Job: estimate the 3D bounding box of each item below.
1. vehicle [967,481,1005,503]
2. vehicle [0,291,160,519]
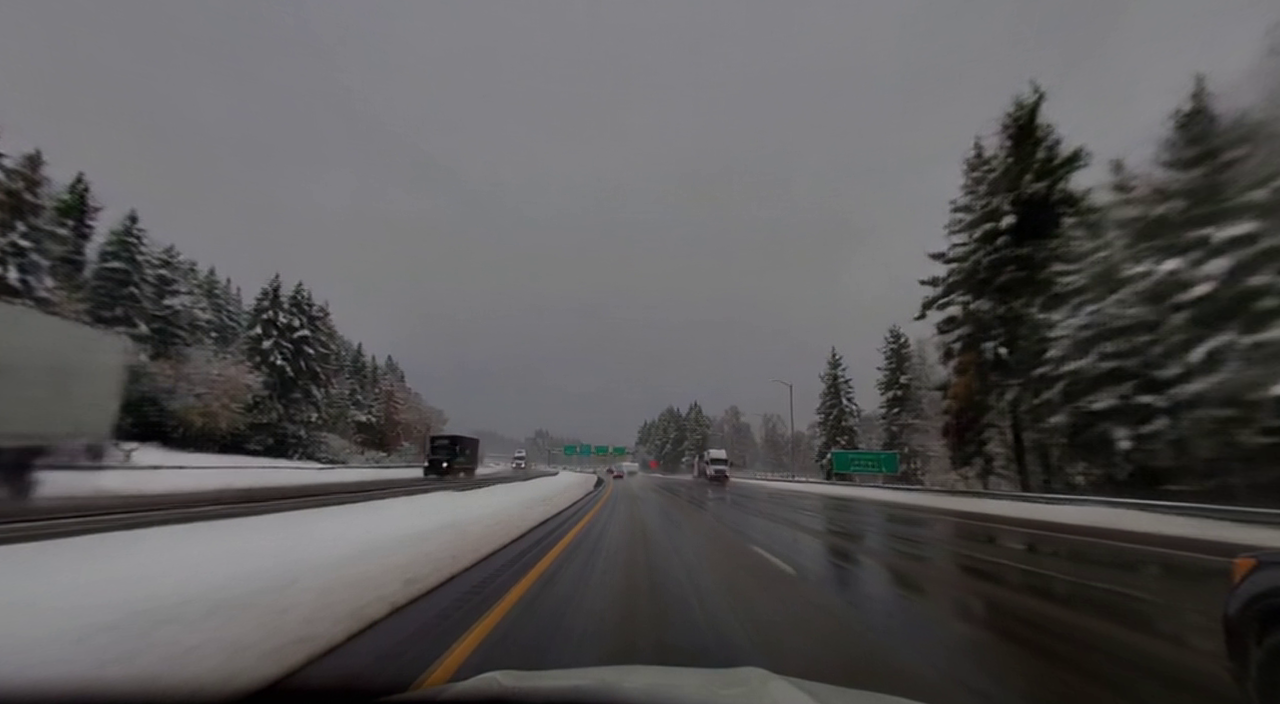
[{"bbox_3d":[25.953,10.504,47.196,1.701,1.471,3.592,-2,-11,16],"label":"vehicle"},{"bbox_3d":[-12.949,0.351,8.097,2.879,4.072,13.916,1,-10,-2],"label":"vehicle"}]
